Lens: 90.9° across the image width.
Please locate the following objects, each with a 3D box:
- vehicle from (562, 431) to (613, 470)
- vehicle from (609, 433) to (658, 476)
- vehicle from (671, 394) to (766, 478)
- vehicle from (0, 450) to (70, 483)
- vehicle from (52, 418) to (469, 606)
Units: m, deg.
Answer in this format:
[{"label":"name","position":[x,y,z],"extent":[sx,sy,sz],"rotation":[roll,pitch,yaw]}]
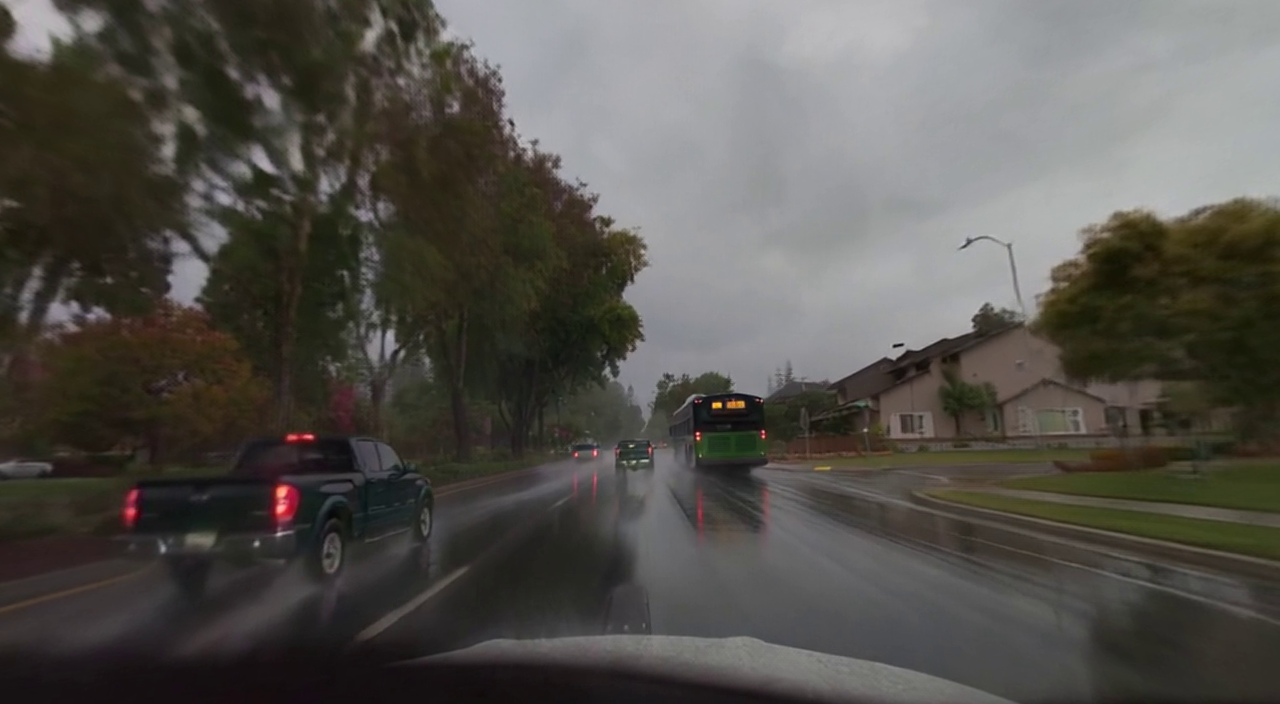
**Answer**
[{"label":"vehicle","position":[-2.922,5.685,36.522],"extent":[2.513,2.066,5.820],"rotation":[0,-8,0]},{"label":"vehicle","position":[-0.234,4.768,29.567],"extent":[2.074,1.849,5.137],"rotation":[0,-8,1]},{"label":"vehicle","position":[3.368,4.206,30.911],"extent":[3.059,3.264,12.623],"rotation":[0,-8,0]},{"label":"vehicle","position":[-34.921,6.364,35.169],"extent":[1.824,1.673,4.557],"rotation":[0,-8,1]},{"label":"vehicle","position":[-3.801,1.672,7.587],"extent":[2.109,1.543,4.535],"rotation":[0,-8,1]}]
